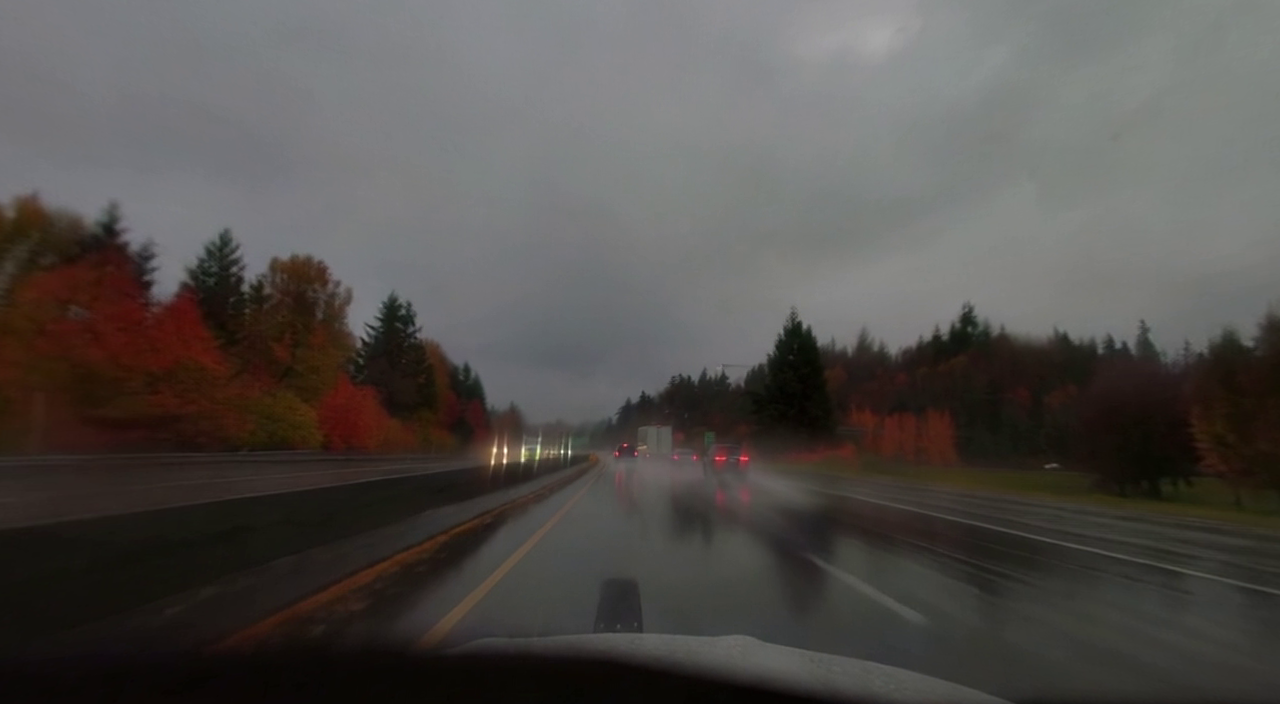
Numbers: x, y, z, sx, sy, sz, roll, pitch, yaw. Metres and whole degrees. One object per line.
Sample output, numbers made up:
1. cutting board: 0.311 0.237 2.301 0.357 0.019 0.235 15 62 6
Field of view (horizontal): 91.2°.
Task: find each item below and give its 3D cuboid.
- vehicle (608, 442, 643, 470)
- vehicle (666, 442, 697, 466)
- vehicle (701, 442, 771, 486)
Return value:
1. vehicle: -0.958 6.763 40.998 2.151 1.693 4.201 0 -9 -2
2. vehicle: 3.134 7.842 48.468 1.982 1.745 4.151 0 -9 -2
3. vehicle: 3.577 4.247 23.990 1.968 1.513 3.911 0 -9 -1
